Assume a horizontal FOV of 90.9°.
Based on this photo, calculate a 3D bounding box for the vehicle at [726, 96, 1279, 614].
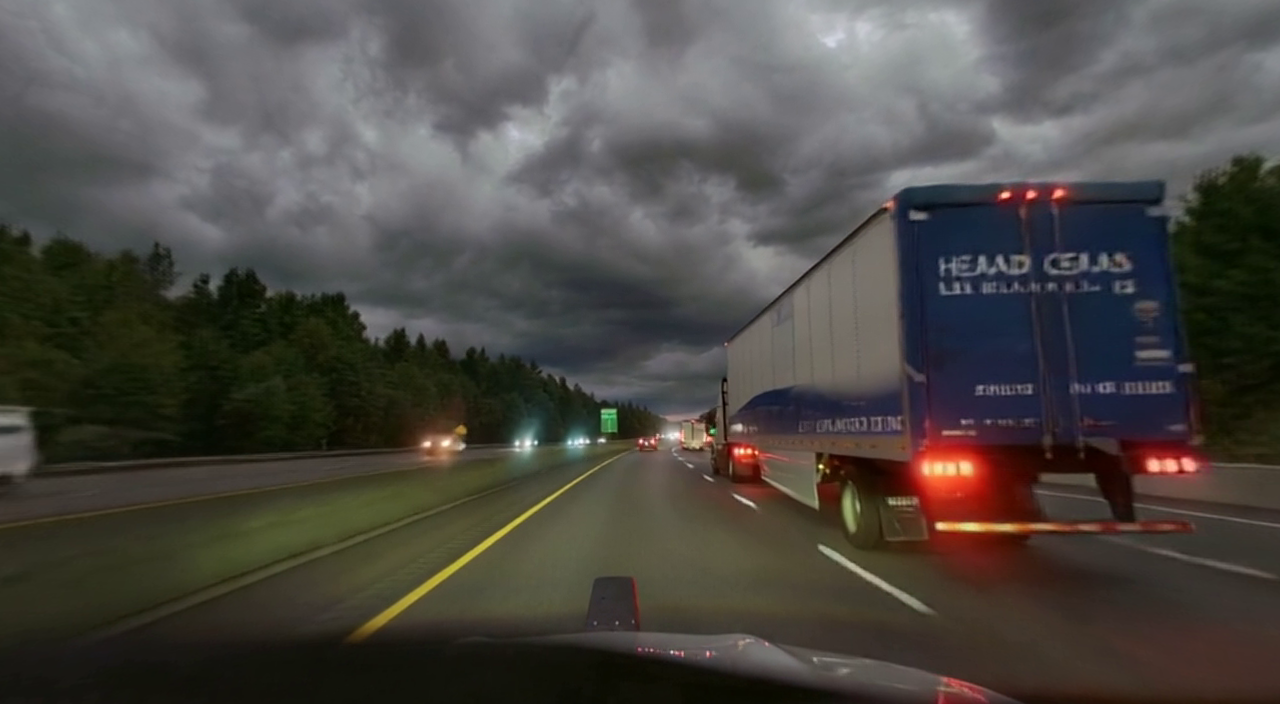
[{"bbox_3d":[4.303,0.817,11.774,3.171,4.072,13.784,0,-8,-1],"label":"vehicle"}]
